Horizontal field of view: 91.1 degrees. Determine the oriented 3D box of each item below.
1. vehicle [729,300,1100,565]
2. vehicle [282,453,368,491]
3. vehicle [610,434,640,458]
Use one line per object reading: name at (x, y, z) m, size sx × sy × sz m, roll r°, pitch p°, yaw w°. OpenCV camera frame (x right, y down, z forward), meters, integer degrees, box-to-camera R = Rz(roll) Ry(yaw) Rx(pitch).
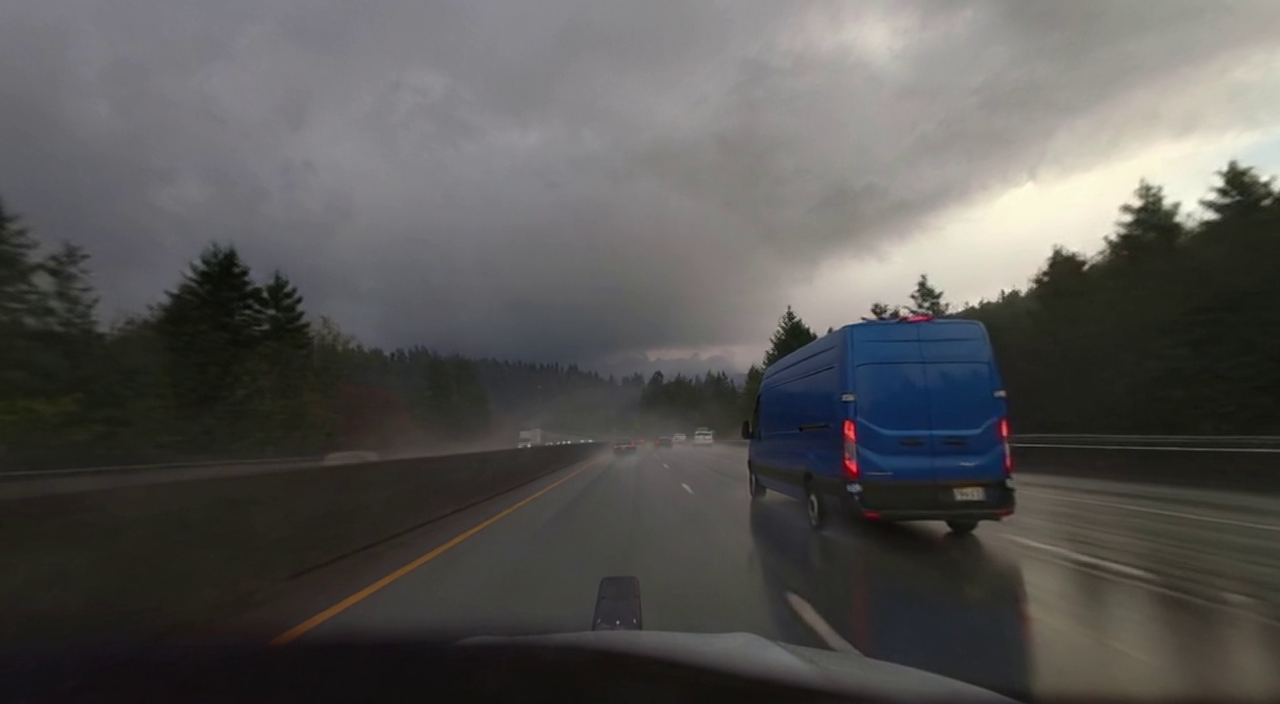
vehicle at (3.177, 1.241, 9.799) m, size 2.416 × 2.595 × 7.243 m, roll 0°, pitch -8°, yaw -1°
vehicle at (-14.047, 5.349, 28.299) m, size 1.826 × 1.489 × 3.940 m, roll 0°, pitch -8°, yaw 0°
vehicle at (-0.976, 6.225, 41.753) m, size 1.900 × 1.524 × 4.324 m, roll 0°, pitch -8°, yaw -1°
